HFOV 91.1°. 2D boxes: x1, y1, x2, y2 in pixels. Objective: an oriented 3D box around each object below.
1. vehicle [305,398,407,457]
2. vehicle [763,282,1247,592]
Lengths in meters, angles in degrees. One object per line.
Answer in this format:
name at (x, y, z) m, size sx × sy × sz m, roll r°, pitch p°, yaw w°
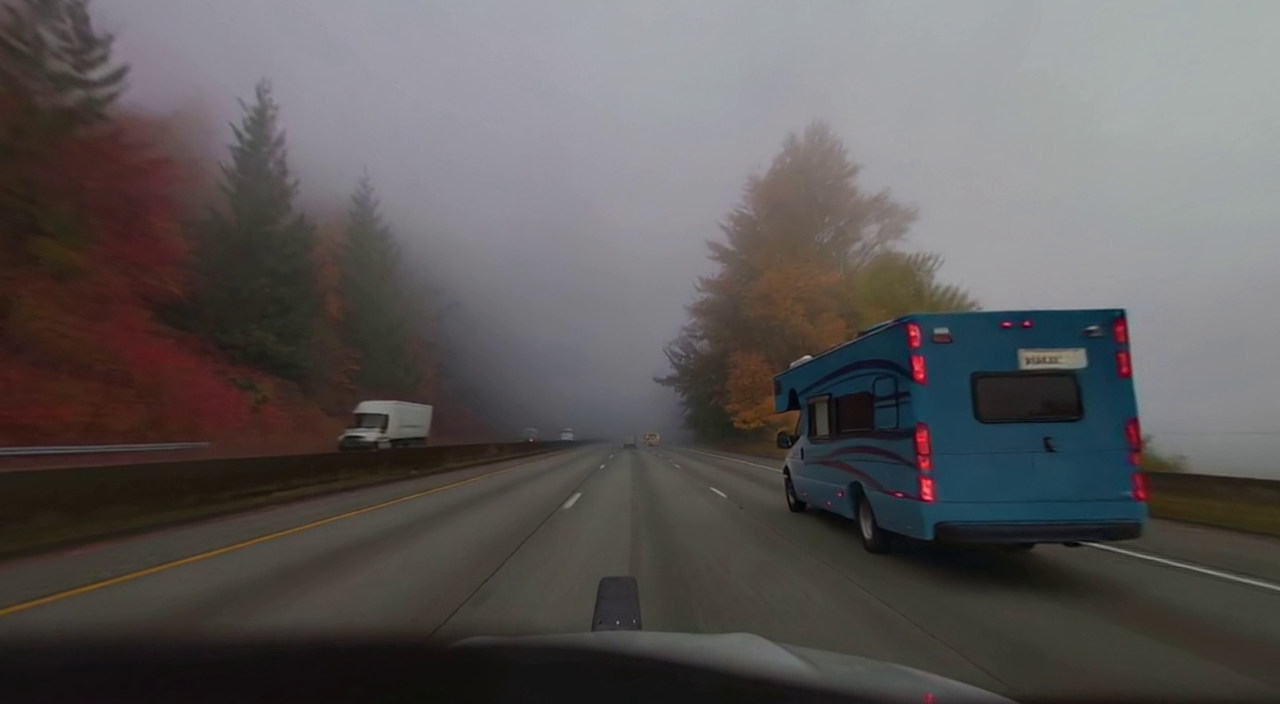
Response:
vehicle at (-15.164, 4.151, 34.200) m, size 2.456 × 2.870 × 6.580 m, roll 0°, pitch -8°, yaw 0°
vehicle at (4.063, 1.218, 9.435) m, size 2.815 × 2.876 × 7.101 m, roll 0°, pitch -8°, yaw -1°
